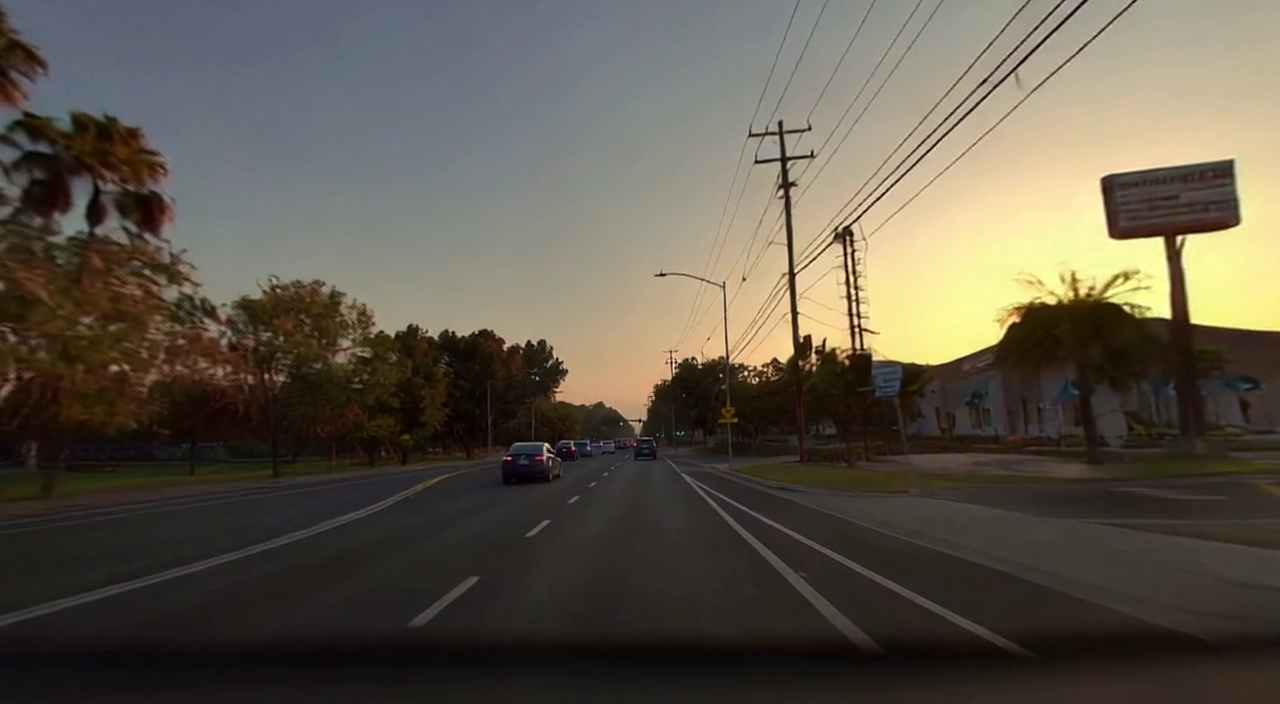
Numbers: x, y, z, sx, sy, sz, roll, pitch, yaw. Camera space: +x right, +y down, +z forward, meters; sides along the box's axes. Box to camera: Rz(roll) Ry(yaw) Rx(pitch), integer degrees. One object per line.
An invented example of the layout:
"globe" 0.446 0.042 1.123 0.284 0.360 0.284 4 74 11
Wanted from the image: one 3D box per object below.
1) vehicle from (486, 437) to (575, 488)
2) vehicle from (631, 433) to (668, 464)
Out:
"vehicle" -3.375 3.502 20.283 1.982 1.451 4.152 0 -9 2
"vehicle" 0.579 5.875 38.491 2.155 1.781 3.977 0 -9 0
